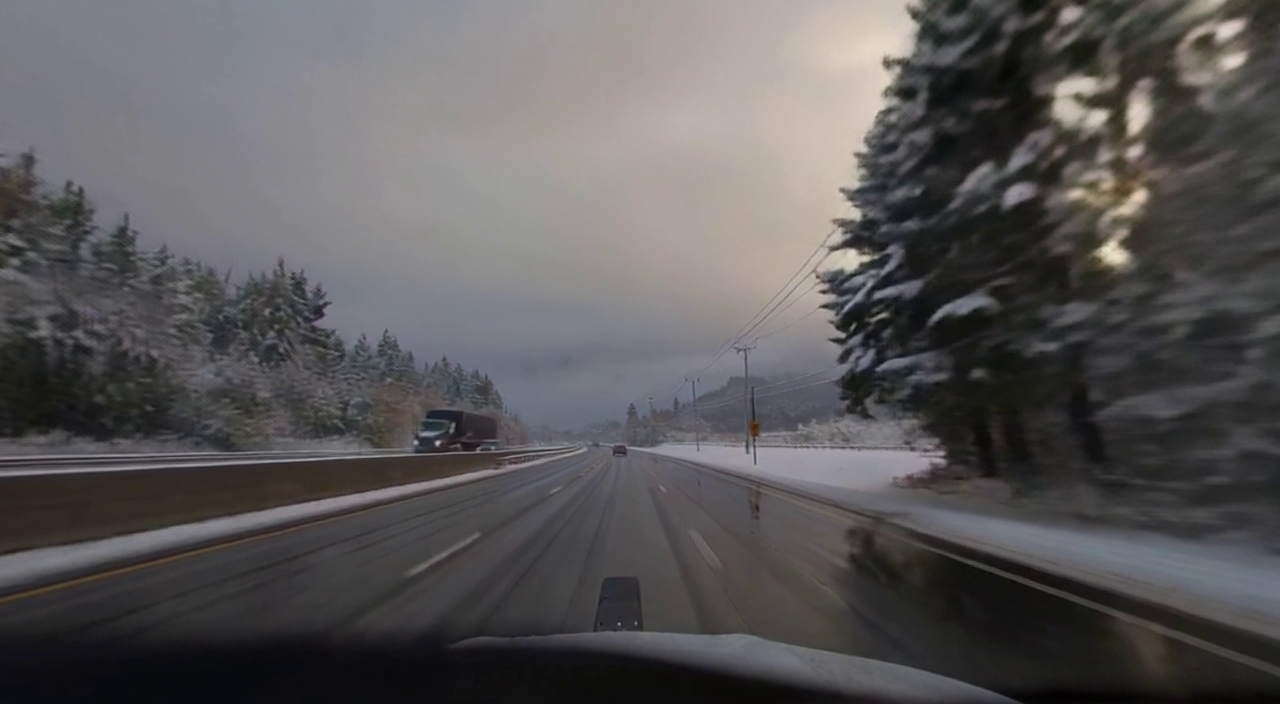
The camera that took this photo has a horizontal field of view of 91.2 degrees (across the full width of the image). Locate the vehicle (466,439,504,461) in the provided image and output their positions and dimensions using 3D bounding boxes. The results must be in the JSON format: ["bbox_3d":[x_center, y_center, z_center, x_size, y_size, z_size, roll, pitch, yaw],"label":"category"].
[{"bbox_3d":[-12.093,7.668,49.013,1.979,1.563,3.902,0,-9,0],"label":"vehicle"}]
